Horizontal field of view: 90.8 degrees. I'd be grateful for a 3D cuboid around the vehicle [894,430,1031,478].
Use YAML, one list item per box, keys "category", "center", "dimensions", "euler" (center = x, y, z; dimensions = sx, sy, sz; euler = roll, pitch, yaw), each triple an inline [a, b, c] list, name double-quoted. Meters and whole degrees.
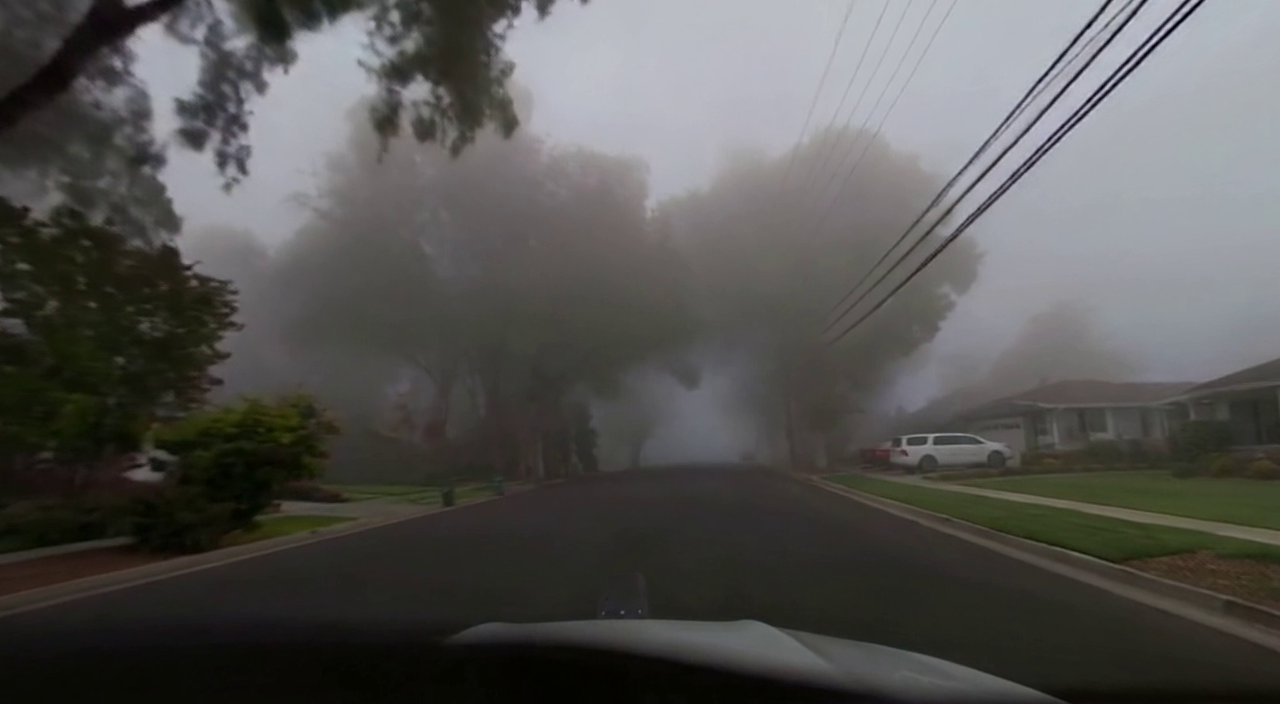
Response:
- category: "vehicle"
  center: [13.548, 4.319, 26.811]
  dimensions: [4.555, 1.803, 2.151]
  euler: [-2, -9, 4]
